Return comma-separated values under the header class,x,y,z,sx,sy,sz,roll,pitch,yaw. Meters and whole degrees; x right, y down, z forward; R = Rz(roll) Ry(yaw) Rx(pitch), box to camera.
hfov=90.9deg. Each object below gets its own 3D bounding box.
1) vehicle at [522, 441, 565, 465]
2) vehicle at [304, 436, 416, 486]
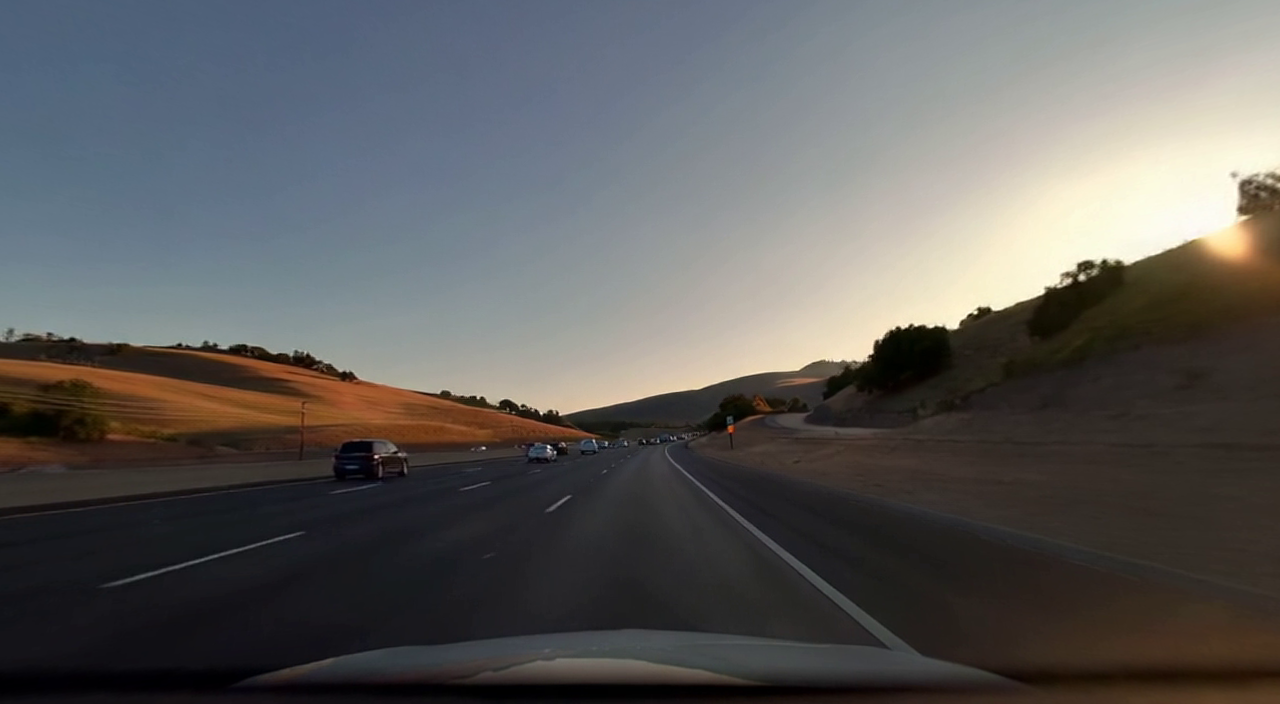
class,x,y,z,sx,sy,sz,roll,pitch,yaw
vehicle,-6.449,6.837,42.809,2.107,1.484,4.449,0,-9,2
vehicle,-10.487,4.094,24.044,2.122,1.695,4.437,0,-9,2
